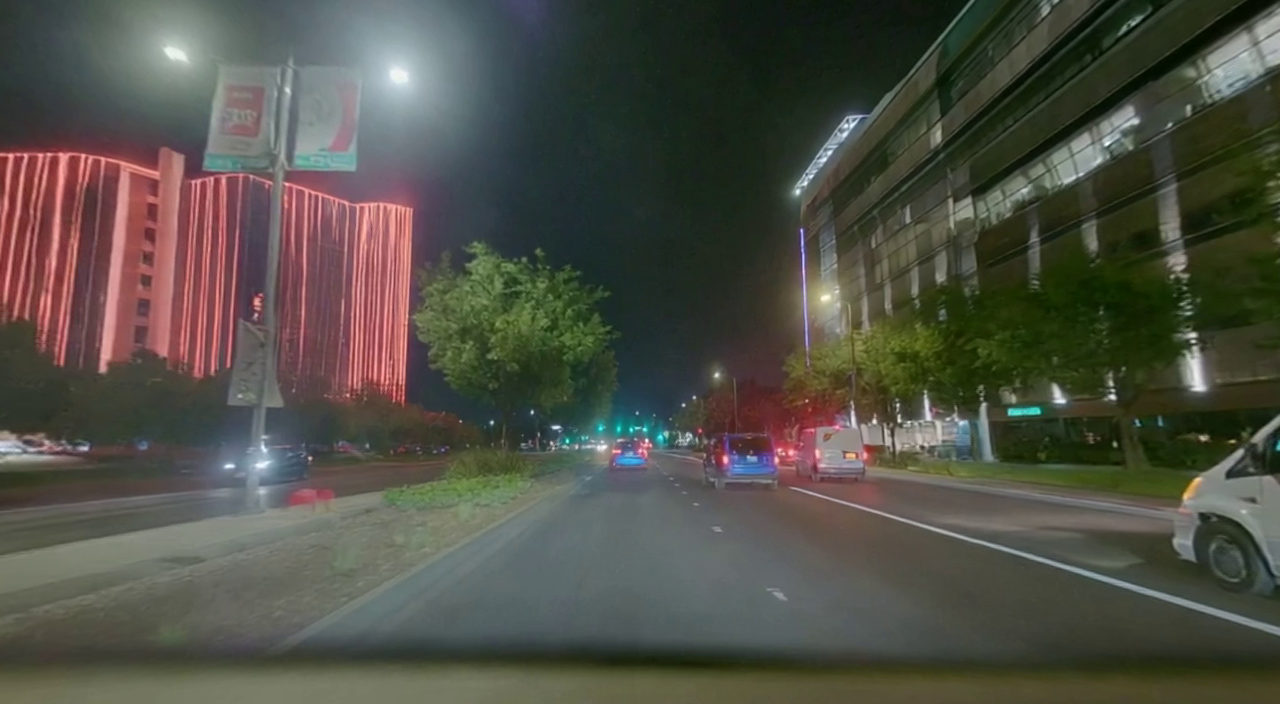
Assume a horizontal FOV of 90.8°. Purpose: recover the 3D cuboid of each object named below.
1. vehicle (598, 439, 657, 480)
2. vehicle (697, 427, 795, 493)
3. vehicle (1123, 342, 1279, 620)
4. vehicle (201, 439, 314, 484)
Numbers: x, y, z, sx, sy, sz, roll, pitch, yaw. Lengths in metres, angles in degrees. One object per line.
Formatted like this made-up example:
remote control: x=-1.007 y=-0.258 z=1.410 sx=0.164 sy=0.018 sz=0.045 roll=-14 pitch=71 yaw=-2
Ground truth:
vehicle: x=-0.447 y=4.093 z=24.354 sx=2.095 sy=1.456 sz=3.873 roll=0 pitch=-8 yaw=0
vehicle: x=3.003 y=3.166 z=18.892 sx=2.047 sy=1.711 sz=4.265 roll=0 pitch=-8 yaw=-2
vehicle: x=6.271 y=0.804 z=3.566 sx=2.573 sy=2.127 sz=5.568 roll=0 pitch=-8 yaw=-1
vehicle: x=-15.283 y=4.372 z=25.567 sx=1.919 sy=1.666 sz=4.288 roll=0 pitch=-8 yaw=0
